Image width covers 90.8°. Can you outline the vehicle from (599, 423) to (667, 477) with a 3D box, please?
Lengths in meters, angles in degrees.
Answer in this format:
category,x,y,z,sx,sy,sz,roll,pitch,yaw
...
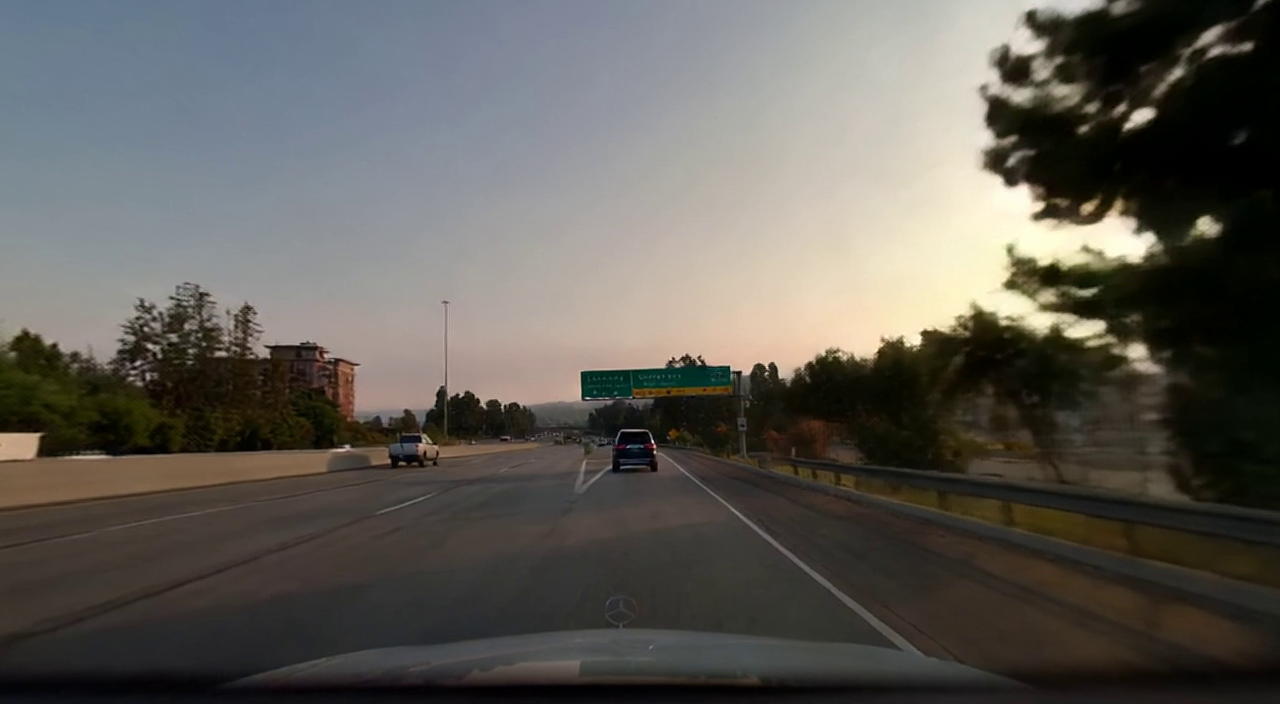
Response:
category,x,y,z,sx,sy,sz,roll,pitch,yaw
vehicle,-0.300,3.990,25.890,2.497,1.957,5.432,-1,-8,-1

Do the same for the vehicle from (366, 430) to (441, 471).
category,x,y,z,sx,sy,sz,roll,pitch,yaw
vehicle,-12.342,5.186,33.392,2.289,1.955,5.147,0,-8,-4

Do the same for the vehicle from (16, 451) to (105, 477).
category,x,y,z,sx,sy,sz,roll,pitch,yaw
vehicle,-37.770,7.289,41.319,1.820,1.564,4.436,0,-8,-4
